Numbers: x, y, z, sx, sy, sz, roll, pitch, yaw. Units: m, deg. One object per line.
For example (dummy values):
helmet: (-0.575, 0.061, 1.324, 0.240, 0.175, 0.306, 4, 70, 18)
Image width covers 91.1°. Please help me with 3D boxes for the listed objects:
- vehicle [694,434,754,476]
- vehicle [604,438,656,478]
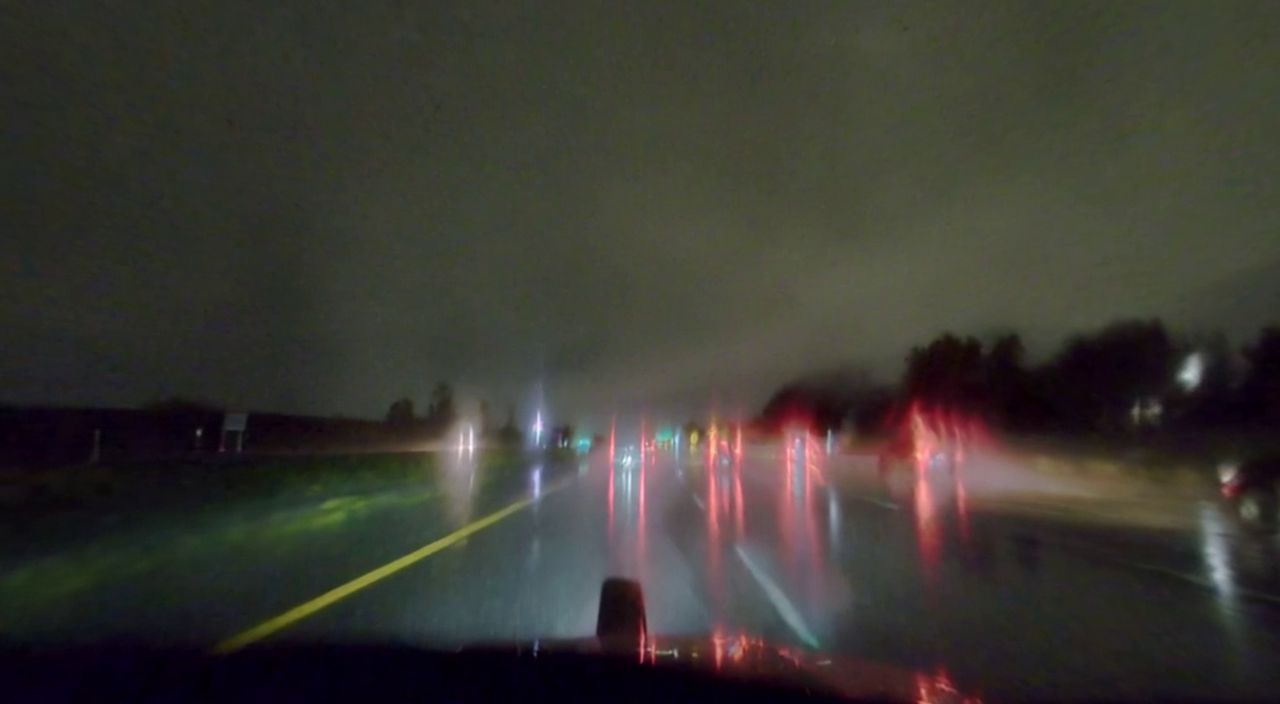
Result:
vehicle: (3.639, 4.565, 27.977, 2.063, 1.698, 4.355, 0, -8, 0)
vehicle: (-0.383, 4.516, 27.018, 2.050, 1.546, 4.344, 0, -8, 1)
